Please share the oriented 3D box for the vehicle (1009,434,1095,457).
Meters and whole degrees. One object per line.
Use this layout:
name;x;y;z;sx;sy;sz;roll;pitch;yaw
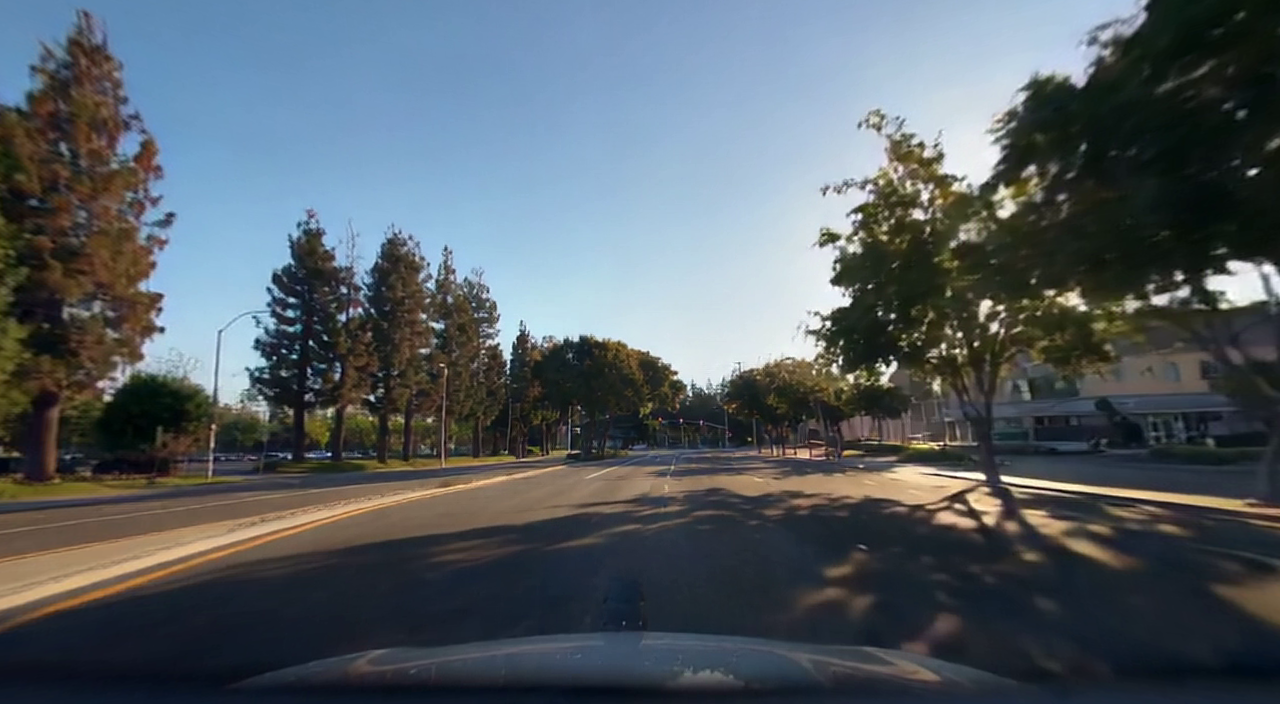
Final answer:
vehicle;27.747;6.312;42.365;4.440;1.378;1.936;0;-6;5
